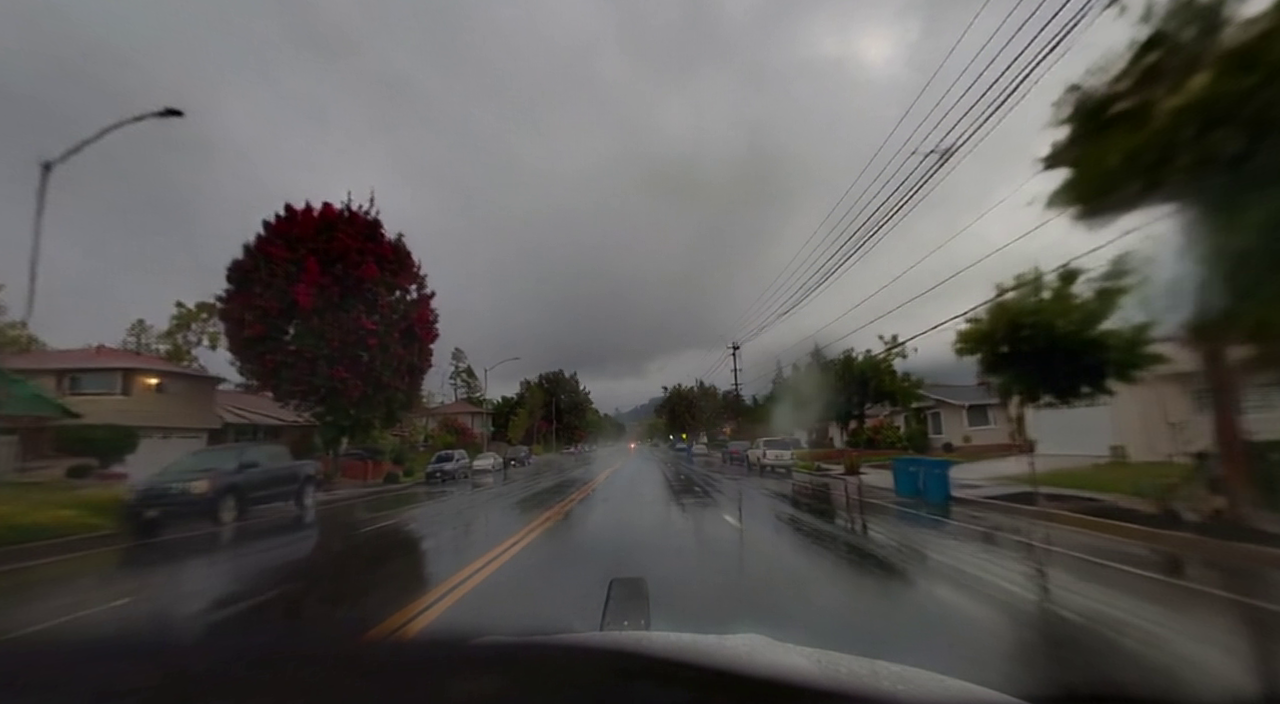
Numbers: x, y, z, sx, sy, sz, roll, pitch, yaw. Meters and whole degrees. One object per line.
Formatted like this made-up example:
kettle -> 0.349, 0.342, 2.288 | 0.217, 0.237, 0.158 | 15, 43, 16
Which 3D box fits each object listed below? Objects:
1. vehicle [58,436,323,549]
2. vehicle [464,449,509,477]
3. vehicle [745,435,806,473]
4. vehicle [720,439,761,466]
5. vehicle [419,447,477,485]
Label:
vehicle -> -10.379, 3.179, 15.396 | 2.419, 2.001, 5.566 | -3, -7, 0
vehicle -> -10.197, 7.346, 42.115 | 1.932, 1.472, 4.516 | -4, -7, -2
vehicle -> 7.062, 5.405, 33.496 | 2.128, 1.823, 4.834 | -1, -8, 0
vehicle -> 7.103, 7.170, 45.142 | 2.194, 1.741, 4.800 | -1, -9, 1
vehicle -> -10.135, 5.993, 33.509 | 1.974, 1.696, 4.336 | -3, -8, -4
